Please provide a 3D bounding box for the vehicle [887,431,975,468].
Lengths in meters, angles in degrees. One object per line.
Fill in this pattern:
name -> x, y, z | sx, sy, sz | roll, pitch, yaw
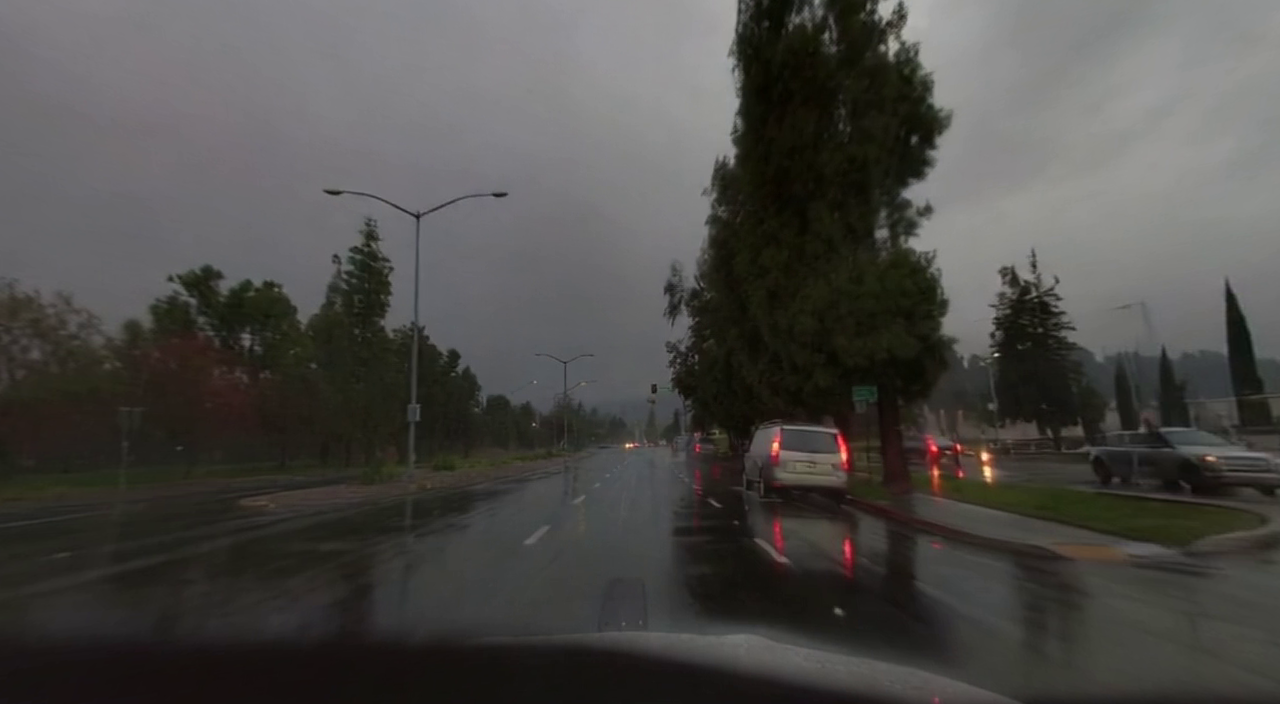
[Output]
vehicle -> 14.540, 4.920, 31.904 | 2.227, 1.720, 4.959 | 0, -8, 2

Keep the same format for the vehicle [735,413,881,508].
vehicle -> 3.632, 2.437, 14.566 | 2.144, 1.848, 4.159 | 0, -8, -1

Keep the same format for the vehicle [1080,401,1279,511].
vehicle -> 11.539, 2.019, 12.623 | 2.220, 1.798, 4.427 | 0, -8, 0
